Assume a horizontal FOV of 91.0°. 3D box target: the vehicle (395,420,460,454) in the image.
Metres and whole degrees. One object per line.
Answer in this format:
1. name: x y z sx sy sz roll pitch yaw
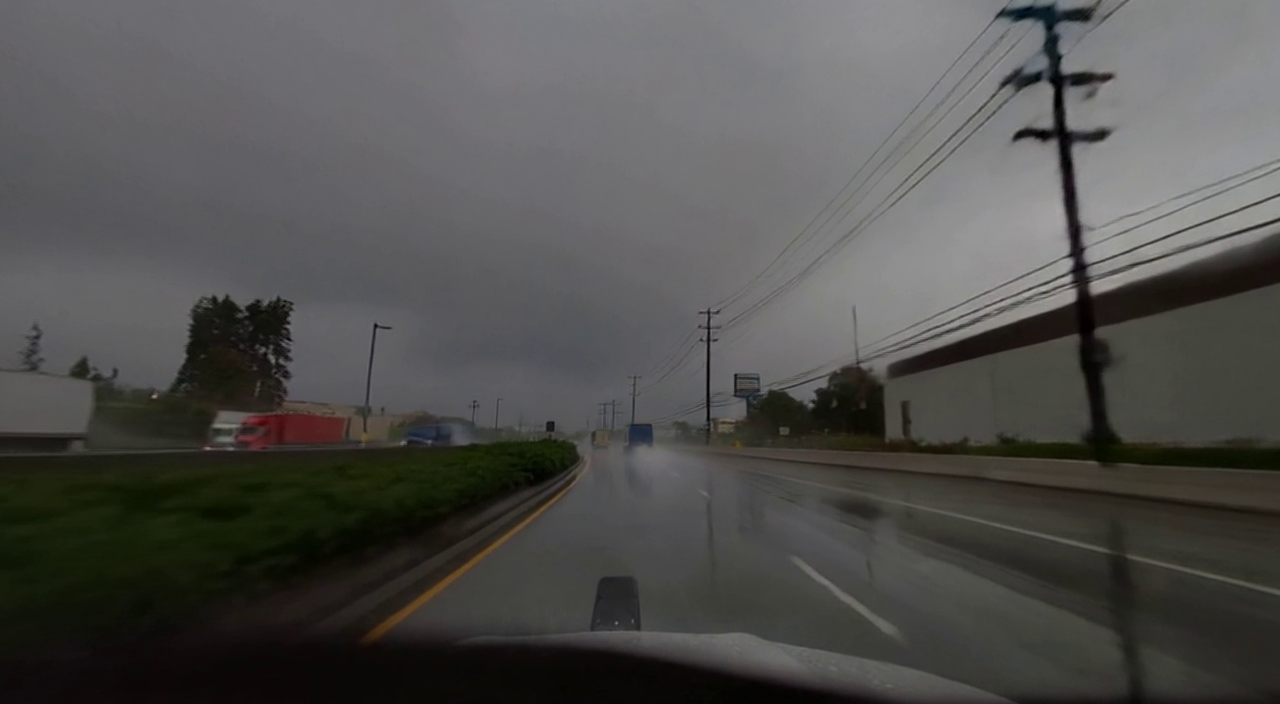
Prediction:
1. vehicle: -13.077 5.313 39.150 2.521 1.949 5.070 0 -8 -3

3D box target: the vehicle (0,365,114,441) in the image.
1. vehicle: -29.877 1.946 25.926 3.085 3.337 16.445 3 -7 -3
